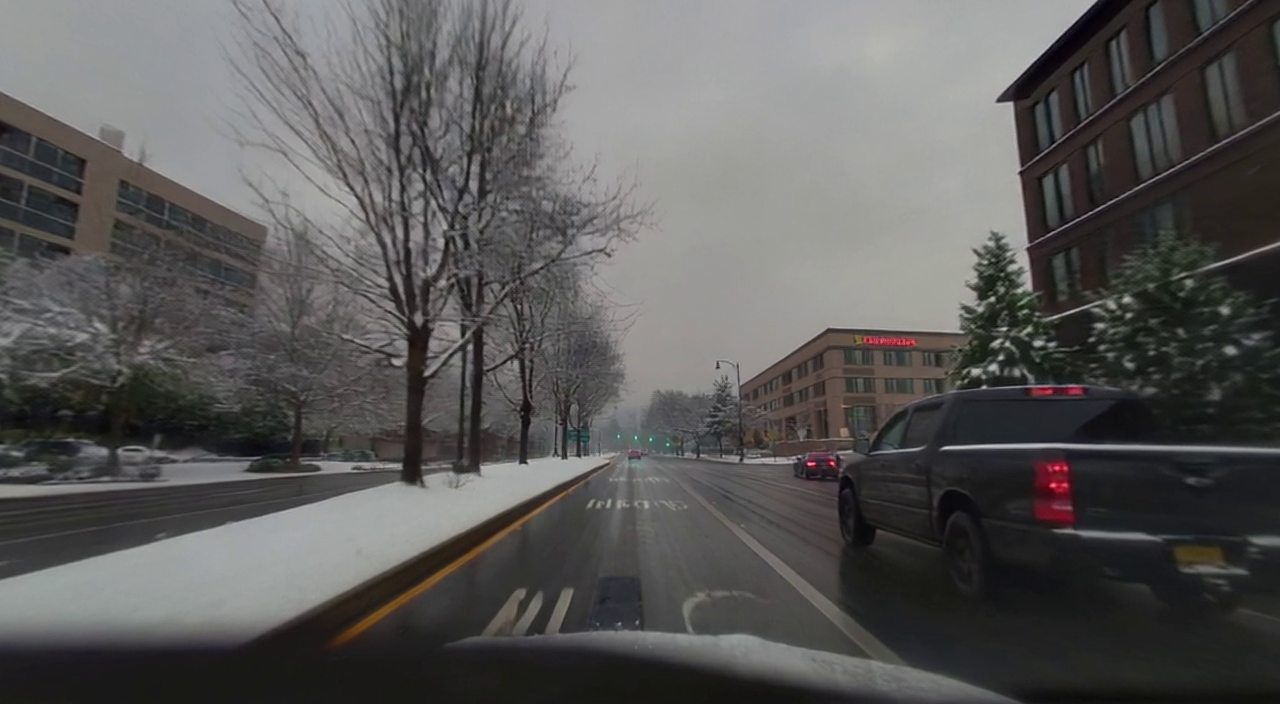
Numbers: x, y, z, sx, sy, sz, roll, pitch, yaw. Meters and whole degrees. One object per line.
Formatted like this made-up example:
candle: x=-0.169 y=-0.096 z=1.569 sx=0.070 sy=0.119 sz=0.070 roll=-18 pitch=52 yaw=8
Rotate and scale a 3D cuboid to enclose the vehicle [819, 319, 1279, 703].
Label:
vehicle: x=3.695 y=1.181 z=5.750 sx=2.505 sy=1.971 sz=5.162 roll=0 pitch=-8 yaw=-1
